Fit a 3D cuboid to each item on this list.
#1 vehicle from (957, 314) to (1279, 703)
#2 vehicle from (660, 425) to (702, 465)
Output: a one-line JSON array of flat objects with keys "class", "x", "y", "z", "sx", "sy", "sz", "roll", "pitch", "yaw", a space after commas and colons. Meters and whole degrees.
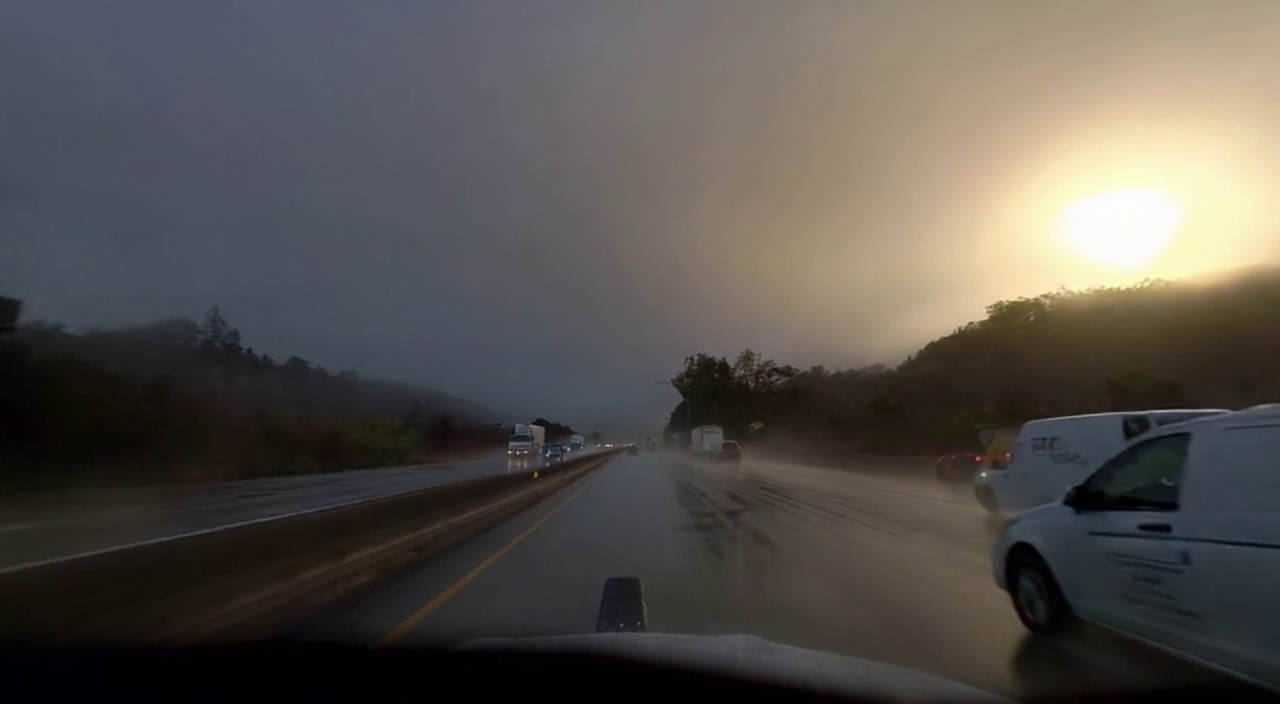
[{"class": "vehicle", "x": 3.471, "y": 0.745, "z": 2.454, "sx": 2.070, "sy": 1.751, "sz": 4.576, "roll": 0, "pitch": -9, "yaw": 0}, {"class": "vehicle", "x": 2.981, "y": 7.069, "z": 48.031, "sx": 2.532, "sy": 2.791, "sz": 7.053, "roll": 0, "pitch": -9, "yaw": -1}]
